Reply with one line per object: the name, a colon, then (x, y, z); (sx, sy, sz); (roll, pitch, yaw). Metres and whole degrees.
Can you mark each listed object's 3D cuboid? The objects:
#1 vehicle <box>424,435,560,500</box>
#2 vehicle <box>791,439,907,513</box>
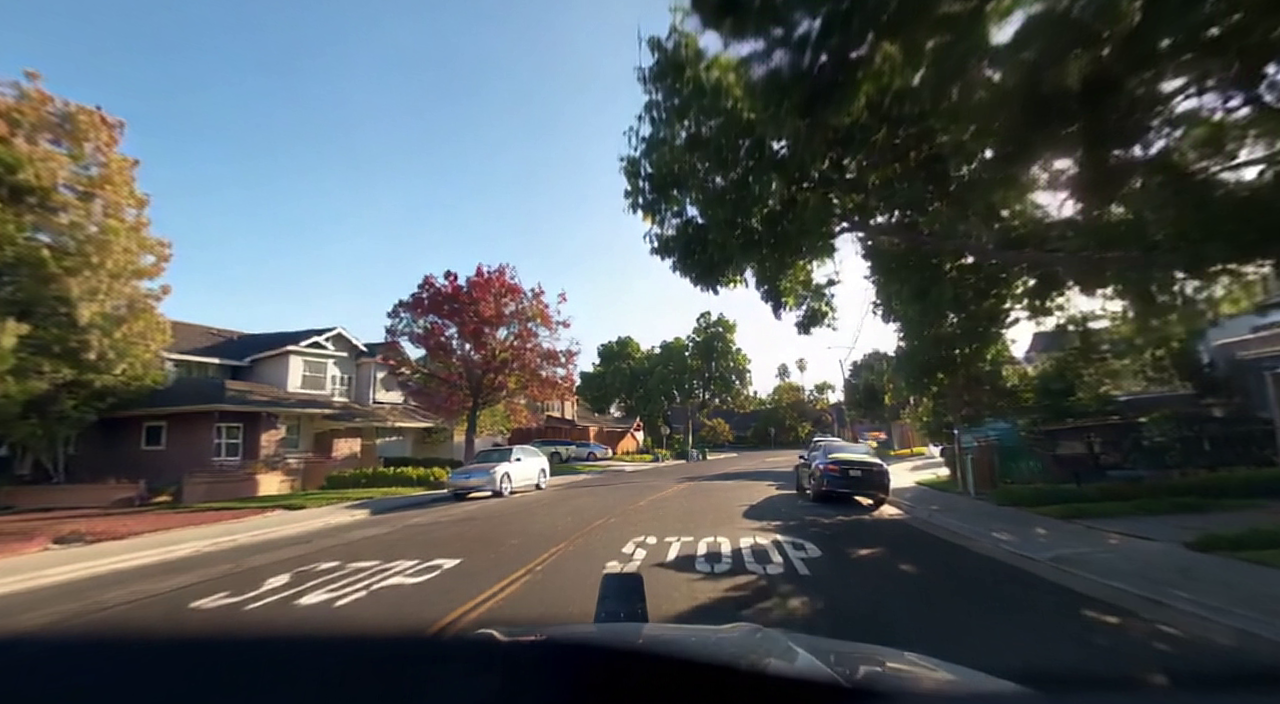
vehicle: (-4.301, 3.453, 19.332); (2.030, 1.696, 4.828); (-2, -9, 14)
vehicle: (4.863, 2.897, 15.441); (2.045, 1.478, 4.914); (-2, -9, 11)
